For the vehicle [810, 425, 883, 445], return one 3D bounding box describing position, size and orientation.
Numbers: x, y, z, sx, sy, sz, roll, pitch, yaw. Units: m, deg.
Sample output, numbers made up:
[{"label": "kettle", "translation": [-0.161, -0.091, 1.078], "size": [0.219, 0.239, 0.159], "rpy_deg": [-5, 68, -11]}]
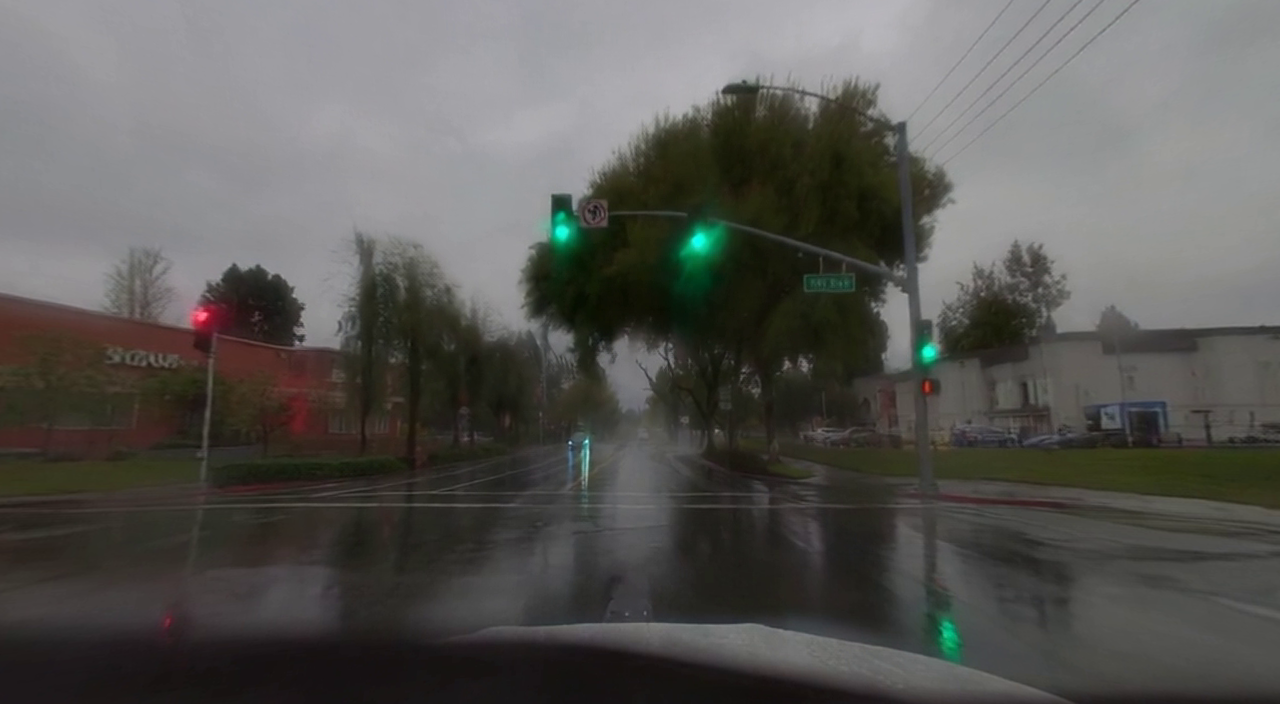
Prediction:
[{"label": "vehicle", "translation": [14.958, 6.041, 45.768], "size": [4.693, 1.437, 1.799], "rpy_deg": [0, -8, 3]}]
